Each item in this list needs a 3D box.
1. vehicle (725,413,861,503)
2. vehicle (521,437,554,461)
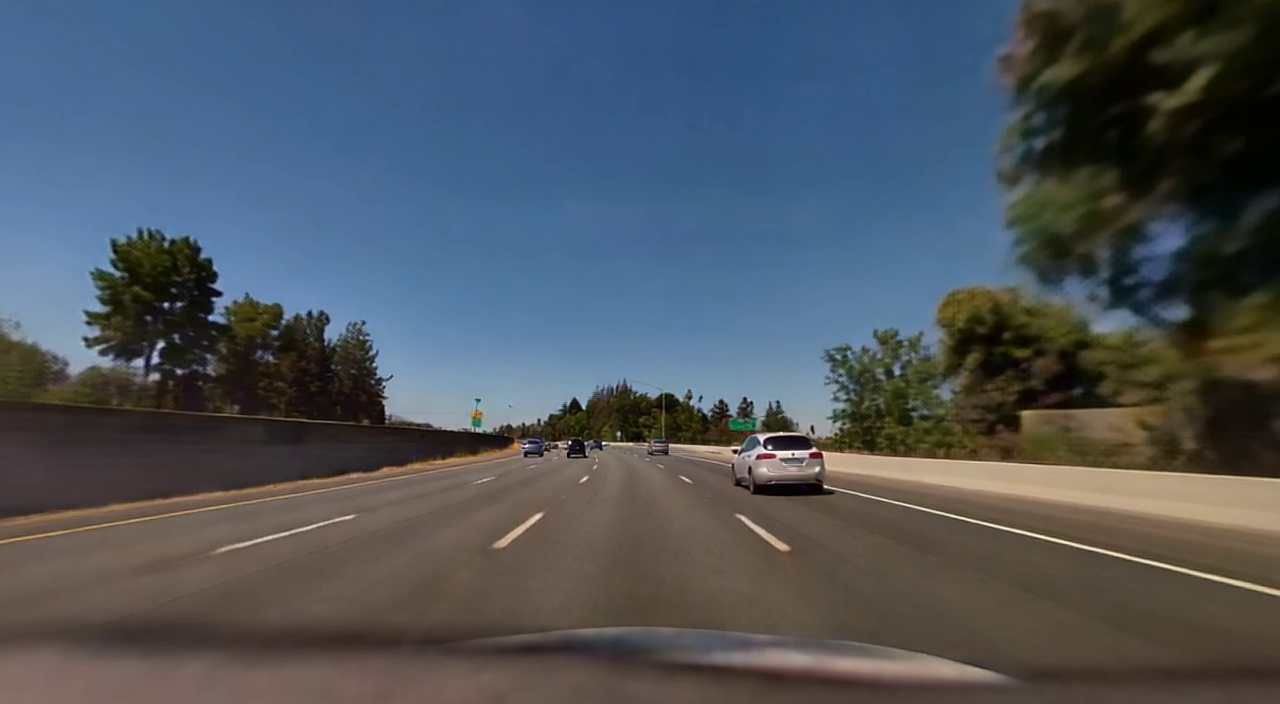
[{"bbox_3d":[3.405,2.462,14.987,2.043,1.795,4.347,0,-8,-1],"label":"vehicle"},{"bbox_3d":[-7.412,7.098,46.071,2.064,1.645,4.286,1,-8,-5],"label":"vehicle"}]
